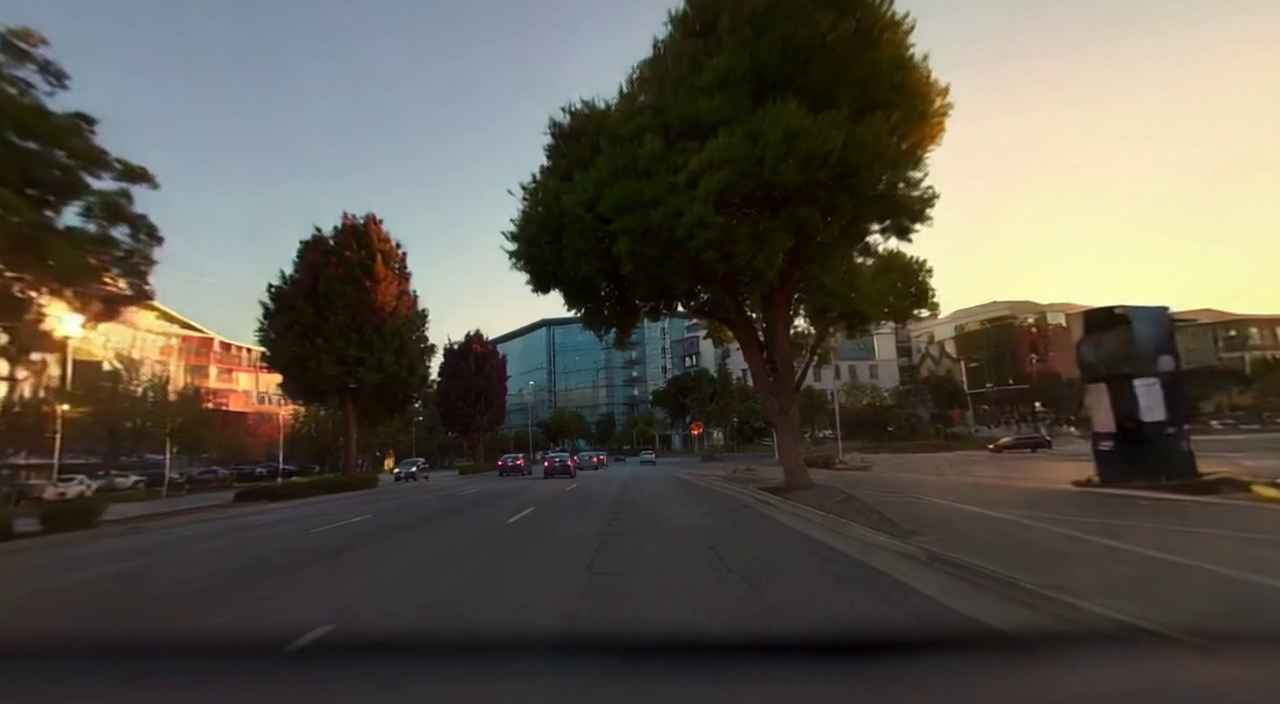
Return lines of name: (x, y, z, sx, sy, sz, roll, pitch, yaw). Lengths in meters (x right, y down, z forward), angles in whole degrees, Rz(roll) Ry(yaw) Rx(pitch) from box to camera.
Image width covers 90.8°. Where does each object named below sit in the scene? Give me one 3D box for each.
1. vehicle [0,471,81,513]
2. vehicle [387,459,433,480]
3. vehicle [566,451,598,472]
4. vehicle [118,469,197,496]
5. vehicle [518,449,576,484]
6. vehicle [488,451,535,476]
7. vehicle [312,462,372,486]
vehicle: (-27.181, 6.109, 27.383, 1.758, 1.566, 4.531, -4, -9, 1)
vehicle: (-17.048, 8.717, 47.038, 1.881, 1.420, 4.198, 0, -9, -1)
vehicle: (-4.194, 7.983, 46.330, 1.971, 1.414, 4.317, 0, -9, 0)
vehicle: (-36.333, 9.805, 47.753, 1.951, 1.648, 5.053, -4, -9, 0)
vehicle: (-4.223, 5.279, 29.461, 2.011, 1.483, 4.596, 0, -9, 0)
vehicle: (-8.385, 7.321, 41.698, 1.976, 1.497, 4.709, 0, -9, 1)
vehicle: (-20.320, 8.313, 43.323, 1.927, 1.455, 4.661, 0, -9, -1)
